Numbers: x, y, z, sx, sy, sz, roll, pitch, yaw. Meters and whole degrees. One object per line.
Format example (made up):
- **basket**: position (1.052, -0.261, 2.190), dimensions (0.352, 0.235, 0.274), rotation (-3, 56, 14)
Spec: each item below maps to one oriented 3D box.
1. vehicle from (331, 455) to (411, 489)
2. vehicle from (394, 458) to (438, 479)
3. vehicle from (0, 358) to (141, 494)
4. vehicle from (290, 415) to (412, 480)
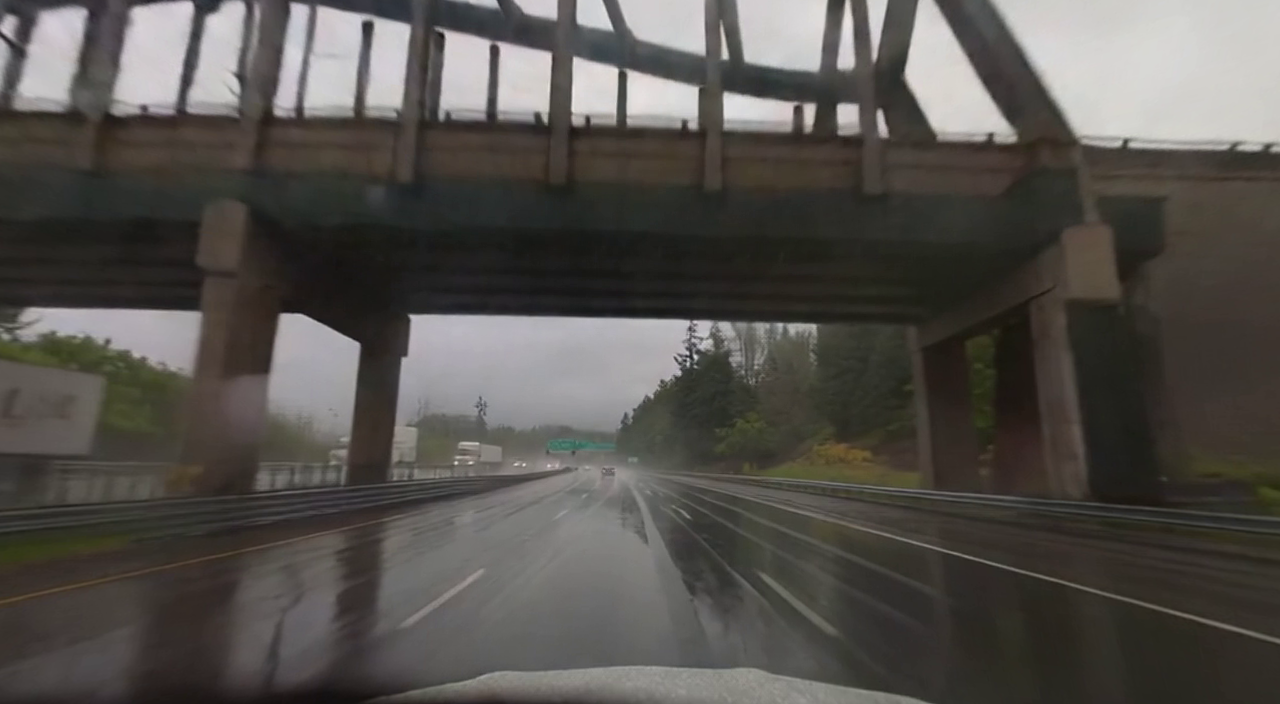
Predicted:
- **vehicle**: position (-13.022, 5.853, 30.856), dimensions (1.929, 1.472, 4.735), rotation (1, -10, -1)
- **vehicle**: position (-17.142, 8.971, 48.433), dimensions (1.840, 1.507, 4.495), rotation (1, -10, -2)
- **vehicle**: position (-20.297, 2.355, 19.561), dimensions (2.849, 3.950, 8.059), rotation (1, -10, -1)
- **vehicle**: position (-20.955, 7.384, 47.259), dimensions (2.878, 4.058, 14.069), rotation (1, -10, -2)
